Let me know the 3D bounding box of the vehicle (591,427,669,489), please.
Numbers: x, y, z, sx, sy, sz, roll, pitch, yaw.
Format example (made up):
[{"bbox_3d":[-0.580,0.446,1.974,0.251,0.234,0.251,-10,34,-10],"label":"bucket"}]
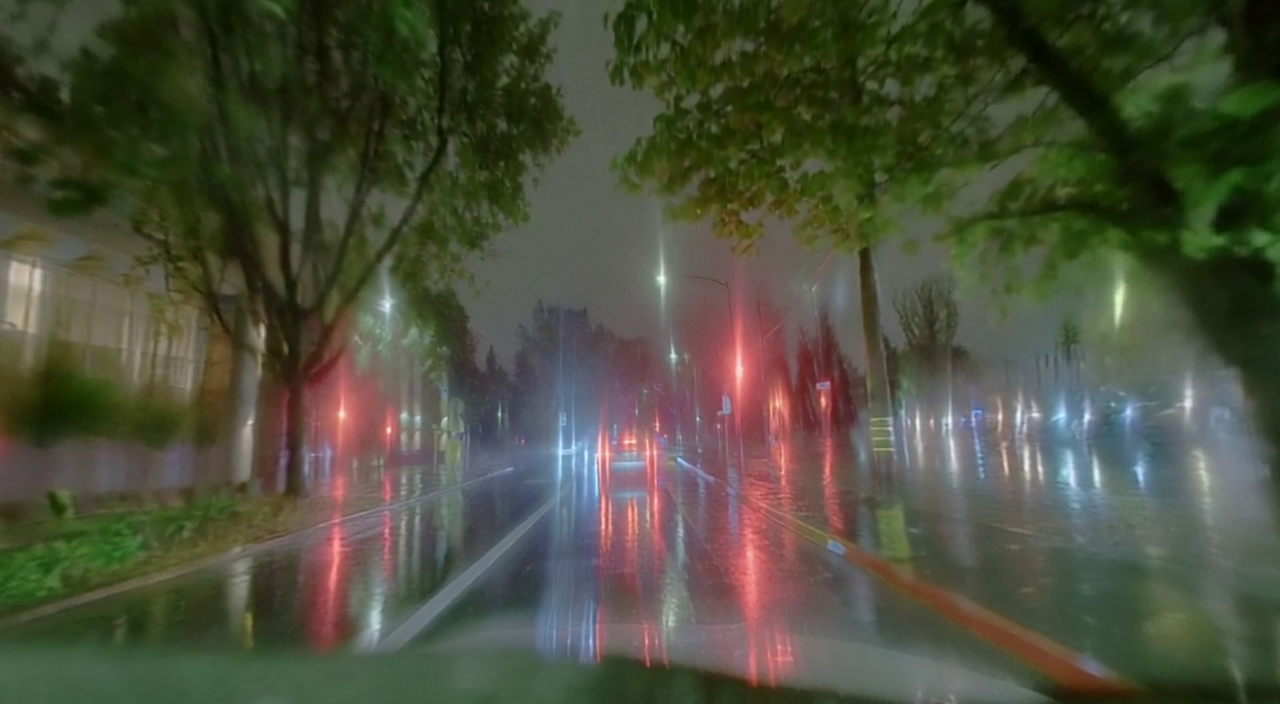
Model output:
[{"bbox_3d":[-0.259,3.203,19.406,2.142,1.686,3.816,-1,-8,1],"label":"vehicle"}]

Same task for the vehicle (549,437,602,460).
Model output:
[{"bbox_3d":[-5.079,7.501,48.988,1.966,1.651,4.401,6,-11,-40],"label":"vehicle"}]

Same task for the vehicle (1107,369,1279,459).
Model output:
[{"bbox_3d":[12.481,1.192,12.918,4.052,1.595,2.062,-4,-5,3],"label":"vehicle"}]
